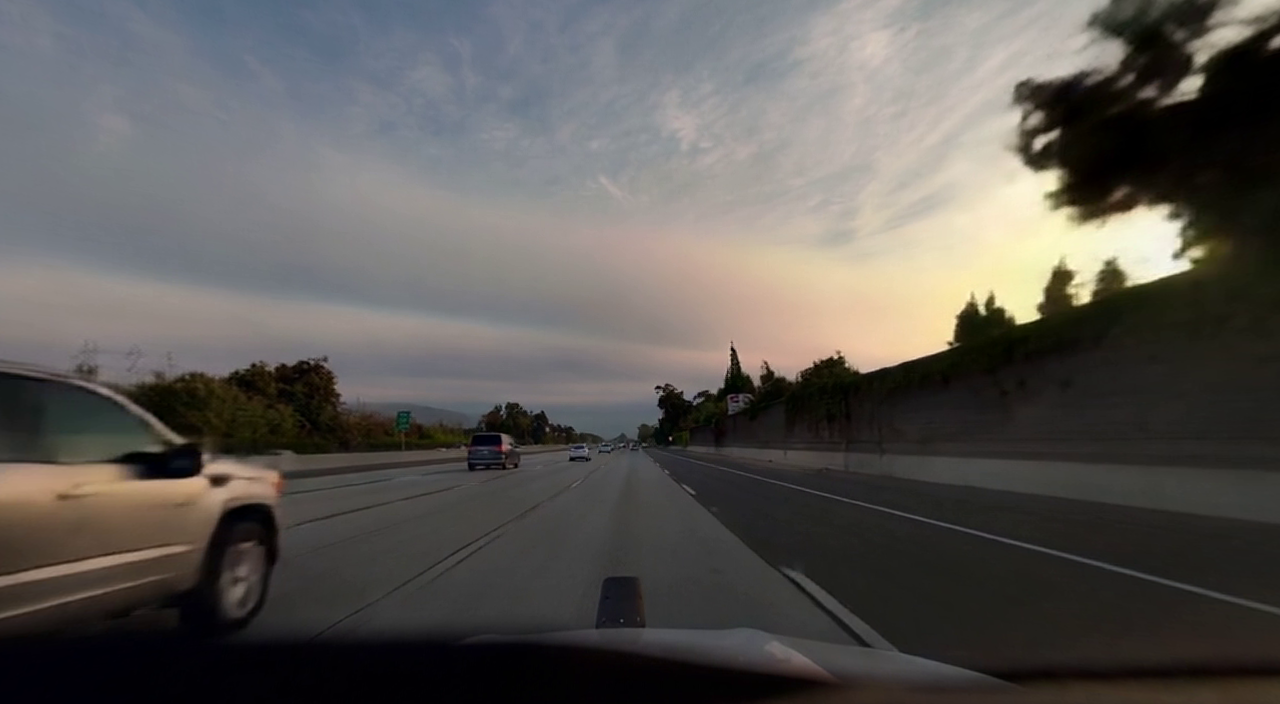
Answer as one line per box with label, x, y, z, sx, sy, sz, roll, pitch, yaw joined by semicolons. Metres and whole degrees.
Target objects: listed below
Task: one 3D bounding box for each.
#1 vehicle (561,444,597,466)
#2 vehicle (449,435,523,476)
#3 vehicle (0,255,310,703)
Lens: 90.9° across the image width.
vehicle;-4.229;7.284;44.560;2.106;1.452;4.525;0;-9;0
vehicle;-7.922;5.375;33.152;2.351;1.922;6.335;0;-9;0
vehicle;-4.012;0.569;1.849;2.604;2.170;6.271;0;-9;1
